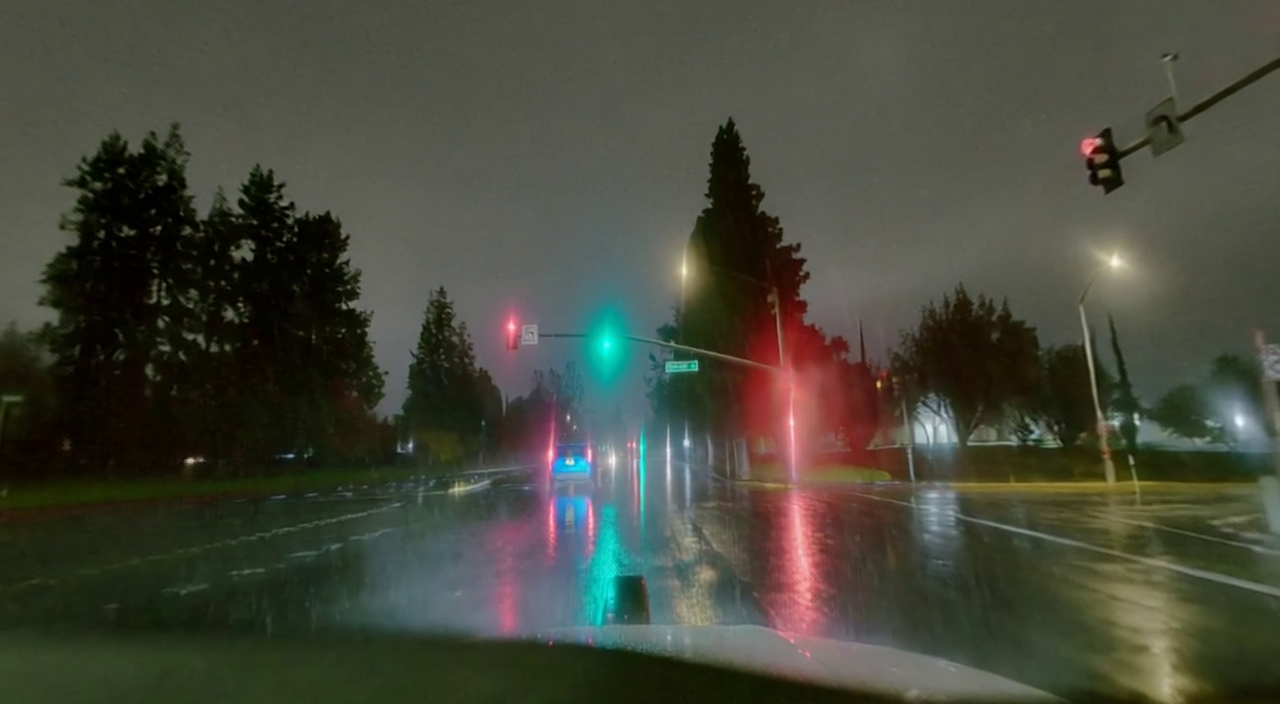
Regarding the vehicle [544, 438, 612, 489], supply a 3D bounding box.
[{"bbox_3d":[-2.315,4.336,24.940,2.123,1.799,4.425,0,-8,2],"label":"vehicle"}]
